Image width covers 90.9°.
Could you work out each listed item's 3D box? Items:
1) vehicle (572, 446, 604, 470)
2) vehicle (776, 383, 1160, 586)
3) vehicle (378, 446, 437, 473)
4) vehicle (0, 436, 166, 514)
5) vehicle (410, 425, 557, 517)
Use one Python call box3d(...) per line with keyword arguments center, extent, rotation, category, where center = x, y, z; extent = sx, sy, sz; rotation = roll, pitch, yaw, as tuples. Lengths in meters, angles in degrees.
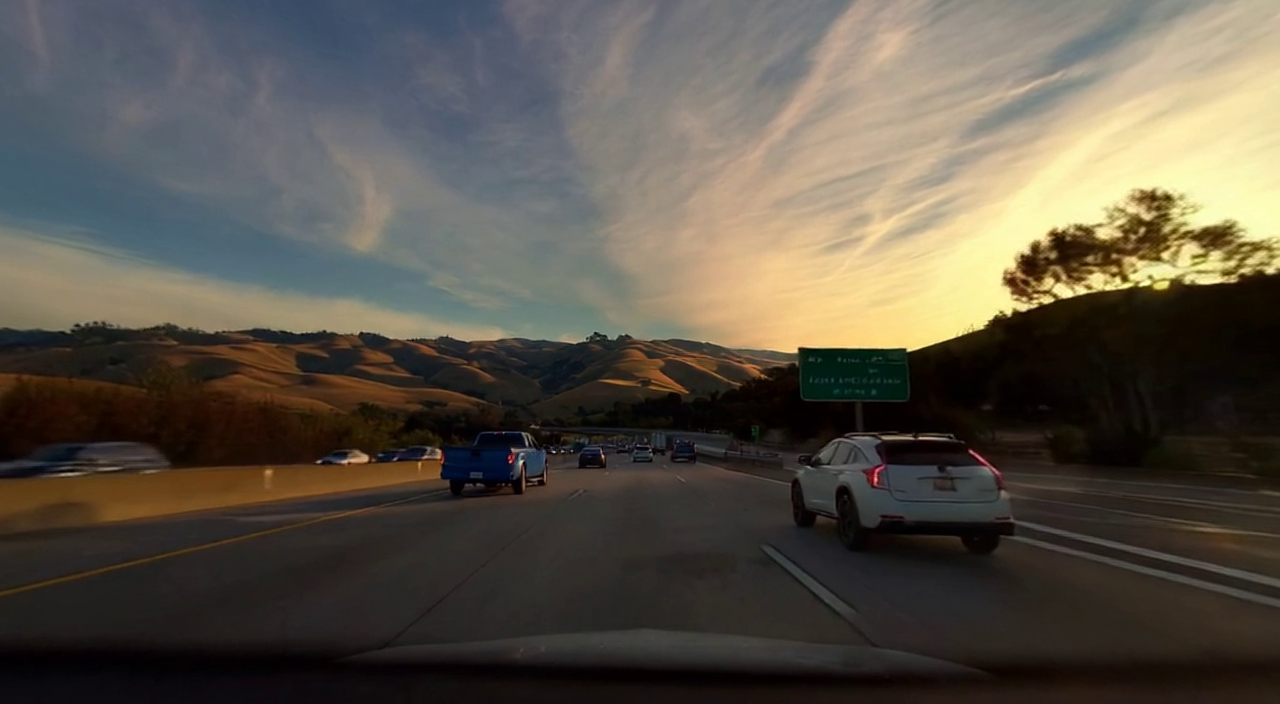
box3d(center=(-4.027, 8.287, 49.535), extent=(2.235, 1.785, 4.386), rotation=(0, -8, -1), category="vehicle")
box3d(center=(3.784, 1.686, 8.979), extent=(2.424, 1.952, 5.611), rotation=(0, -8, 0), category="vehicle")
box3d(center=(-18.112, 8.386, 49.511), extent=(2.258, 1.967, 6.142), rotation=(0, -8, 0), category="vehicle")
box3d(center=(-13.199, 2.679, 14.221), extent=(1.767, 1.477, 4.081), rotation=(0, -8, 1), category="vehicle")
box3d(center=(-3.571, 2.826, 15.608), extent=(2.227, 1.853, 5.161), rotation=(0, -8, 1), category="vehicle")
